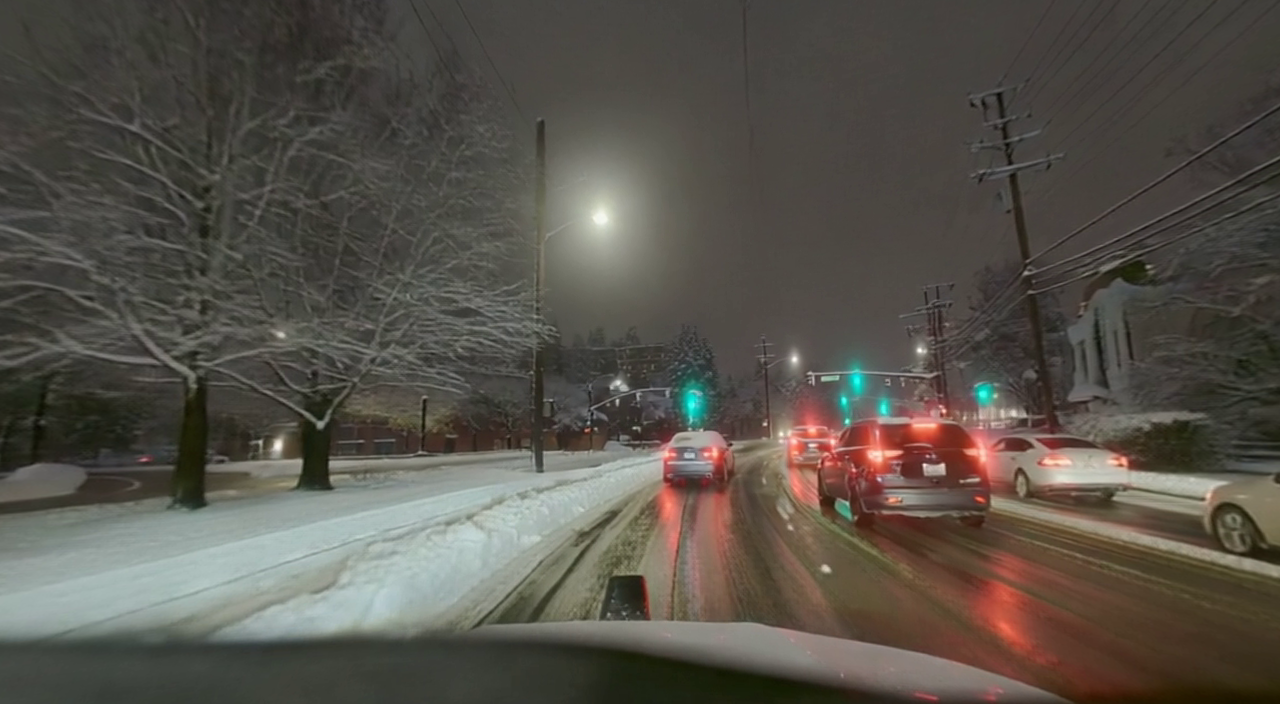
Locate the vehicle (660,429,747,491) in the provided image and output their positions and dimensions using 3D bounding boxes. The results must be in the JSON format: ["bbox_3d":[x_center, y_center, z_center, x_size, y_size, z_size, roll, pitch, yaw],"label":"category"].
[{"bbox_3d":[1.899,3.000,17.861,2.168,1.527,4.174,-1,-8,9],"label":"vehicle"}]

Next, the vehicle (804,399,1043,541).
[{"bbox_3d":[4.305,1.884,10.671,2.119,1.810,4.848,-1,-8,5],"label":"vehicle"}]

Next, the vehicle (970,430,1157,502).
[{"bbox_3d":[9.982,2.700,15.380,1.882,1.463,4.543,-1,-8,8],"label":"vehicle"}]
